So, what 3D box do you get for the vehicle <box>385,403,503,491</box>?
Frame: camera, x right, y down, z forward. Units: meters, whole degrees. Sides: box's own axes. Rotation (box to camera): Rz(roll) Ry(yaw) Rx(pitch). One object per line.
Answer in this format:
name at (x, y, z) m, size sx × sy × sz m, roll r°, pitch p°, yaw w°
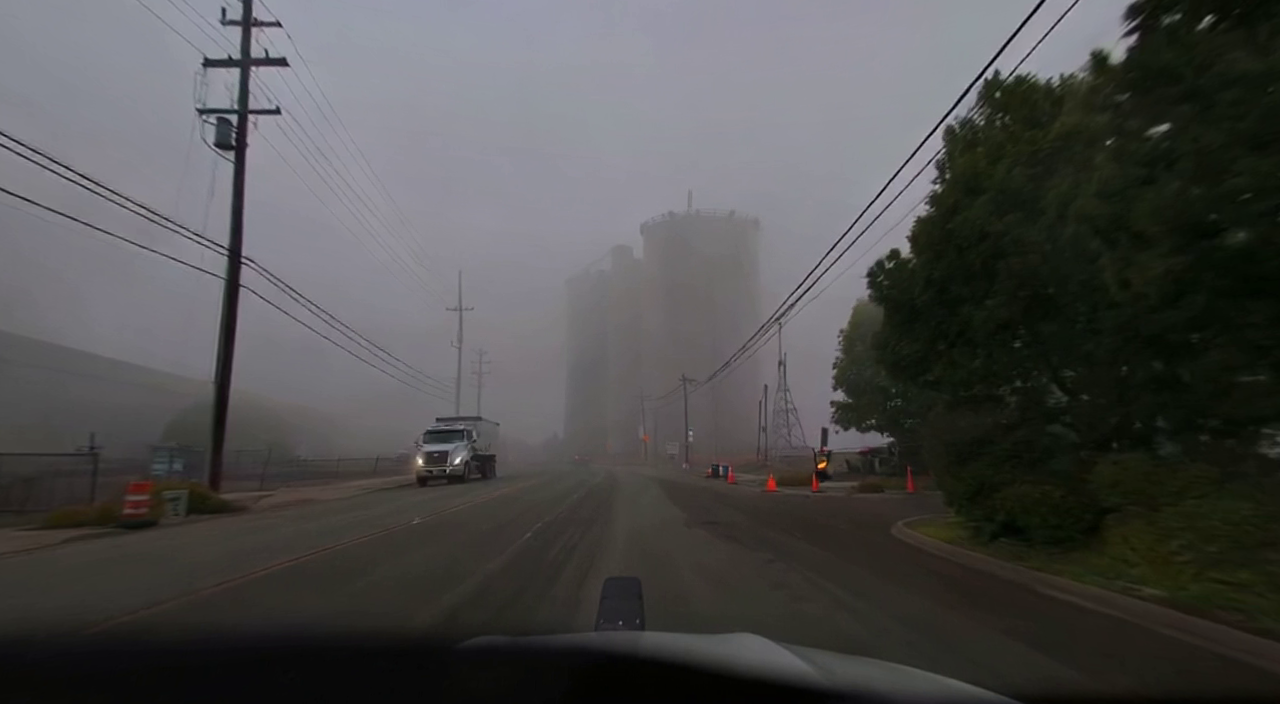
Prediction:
vehicle at (-8.145, 4.172, 27.520) m, size 2.991 × 3.173 × 7.929 m, roll -1°, pitch -9°, yaw -3°
